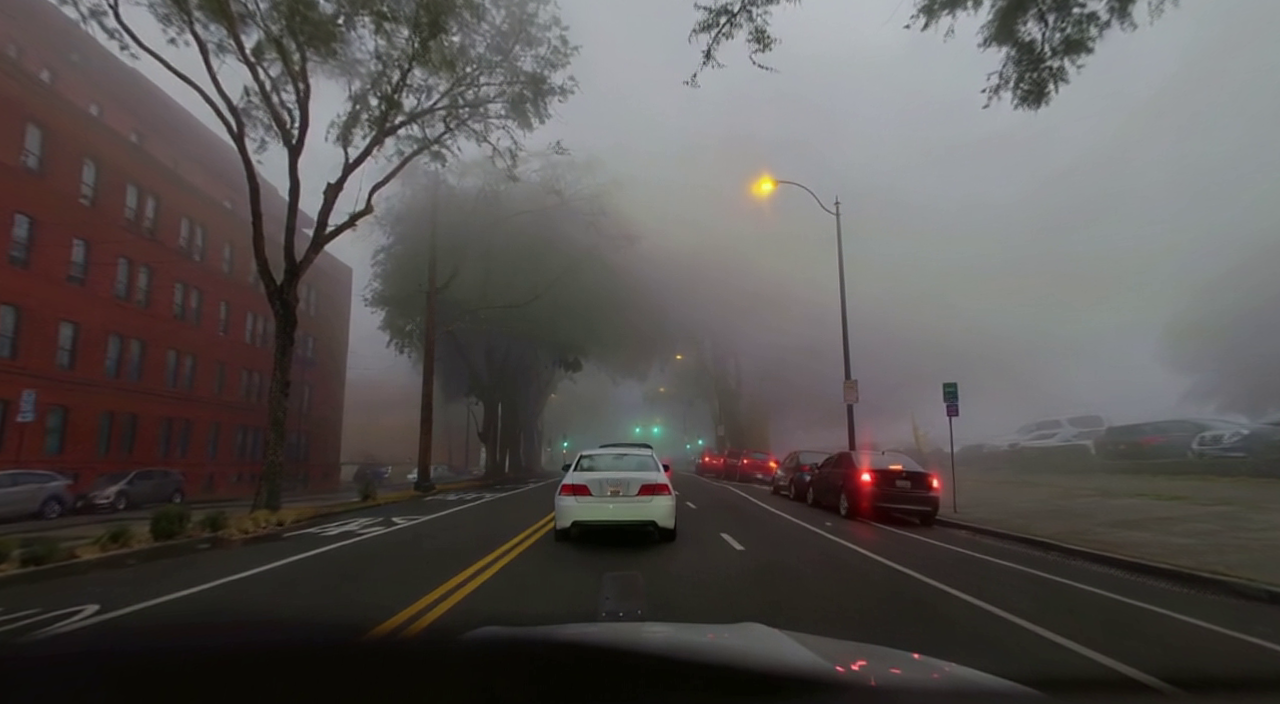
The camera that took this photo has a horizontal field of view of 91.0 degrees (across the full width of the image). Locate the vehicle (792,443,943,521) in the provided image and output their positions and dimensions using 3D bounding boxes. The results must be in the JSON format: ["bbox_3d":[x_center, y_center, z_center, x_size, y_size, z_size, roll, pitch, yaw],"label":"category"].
[{"bbox_3d":[4.912,2.838,14.304,1.832,1.491,4.054,1,-9,-1],"label":"vehicle"}]

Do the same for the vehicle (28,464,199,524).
[{"bbox_3d":[-18.023,4.828,21.923,2.011,1.727,4.449,1,-9,0],"label":"vehicle"}]

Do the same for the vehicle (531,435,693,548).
[{"bbox_3d":[-0.388,2.242,10.787,2.230,1.518,4.113,0,-9,0],"label":"vehicle"}]
